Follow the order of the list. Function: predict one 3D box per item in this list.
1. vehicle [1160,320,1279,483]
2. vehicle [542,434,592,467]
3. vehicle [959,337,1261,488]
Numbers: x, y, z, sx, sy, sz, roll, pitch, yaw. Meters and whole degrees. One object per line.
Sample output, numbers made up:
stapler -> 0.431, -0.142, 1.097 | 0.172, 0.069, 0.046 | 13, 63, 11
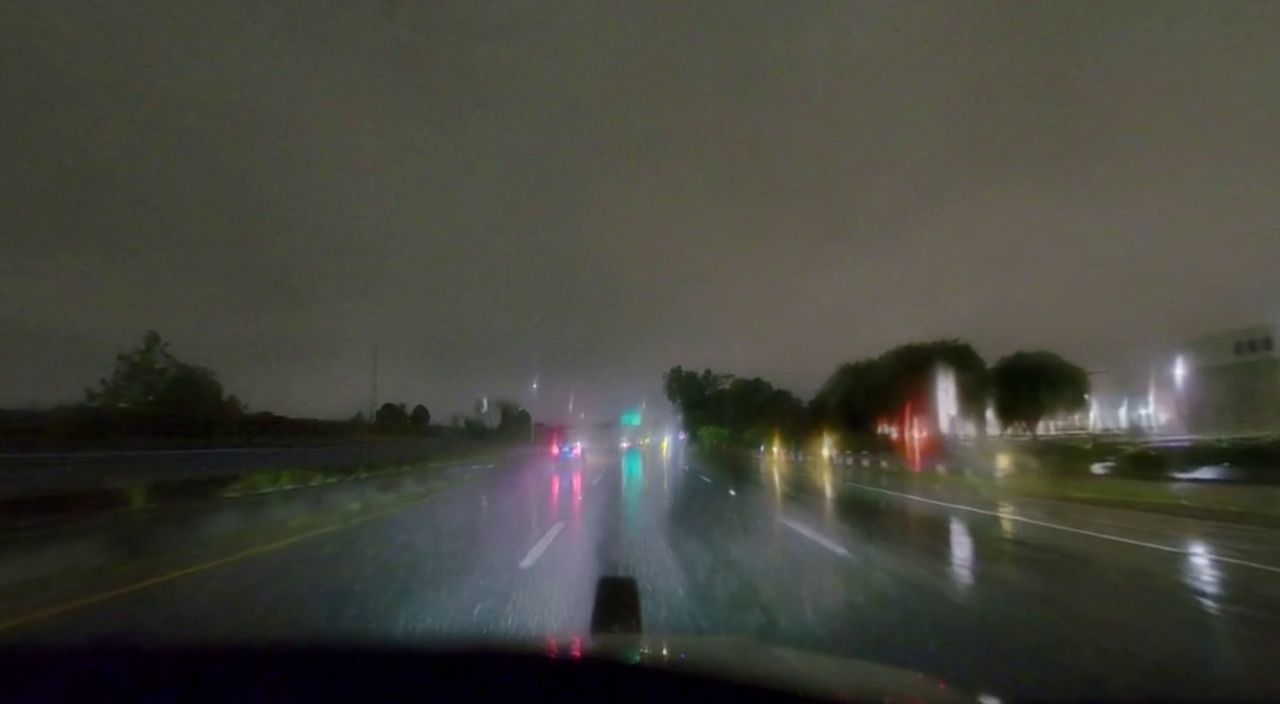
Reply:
vehicle -> 17.307, 1.207, 14.620 | 2.909, 4.017, 8.582 | 4, -6, -3
vehicle -> -3.823, 5.221, 33.654 | 2.206, 1.604, 4.374 | 0, -8, 0
vehicle -> 16.525, 2.383, 23.880 | 2.935, 4.242, 10.799 | 4, -7, -2
